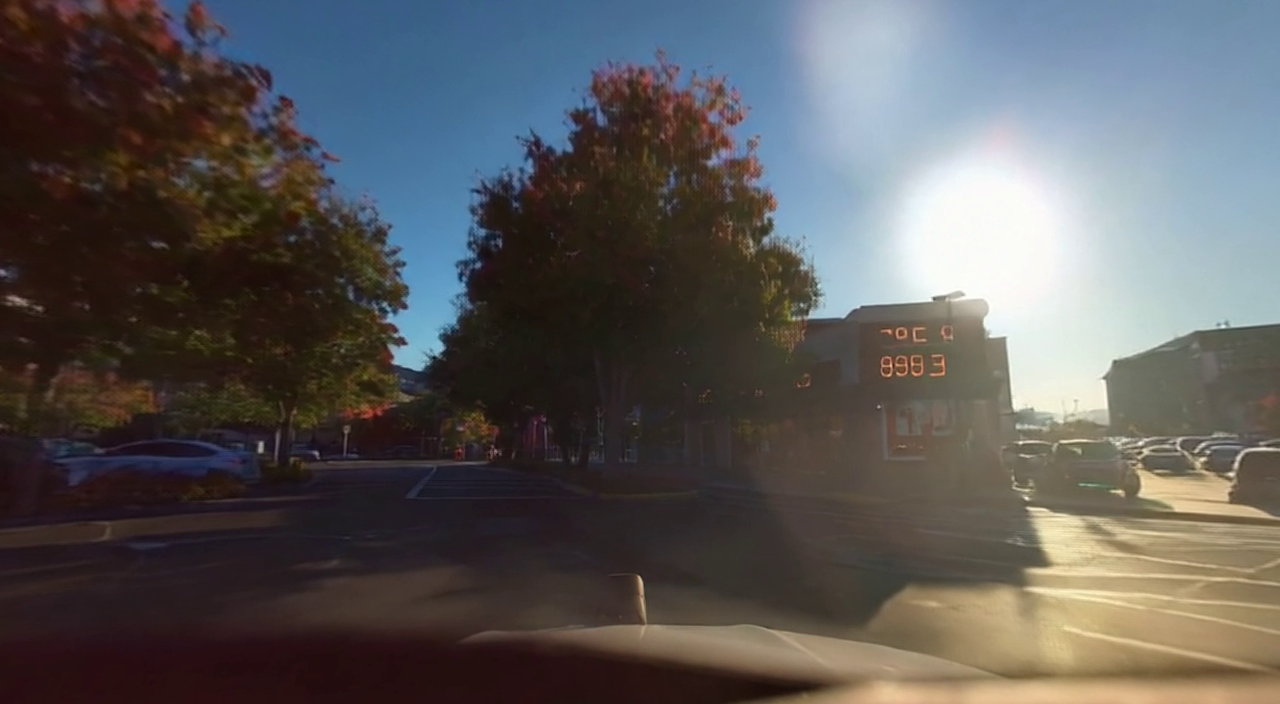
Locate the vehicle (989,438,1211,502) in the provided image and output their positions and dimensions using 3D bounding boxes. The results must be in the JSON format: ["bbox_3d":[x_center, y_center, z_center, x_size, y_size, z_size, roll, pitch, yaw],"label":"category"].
[{"bbox_3d":[12.352,3.155,17.521,2.140,1.507,4.856,1,-8,-7],"label":"vehicle"}]
